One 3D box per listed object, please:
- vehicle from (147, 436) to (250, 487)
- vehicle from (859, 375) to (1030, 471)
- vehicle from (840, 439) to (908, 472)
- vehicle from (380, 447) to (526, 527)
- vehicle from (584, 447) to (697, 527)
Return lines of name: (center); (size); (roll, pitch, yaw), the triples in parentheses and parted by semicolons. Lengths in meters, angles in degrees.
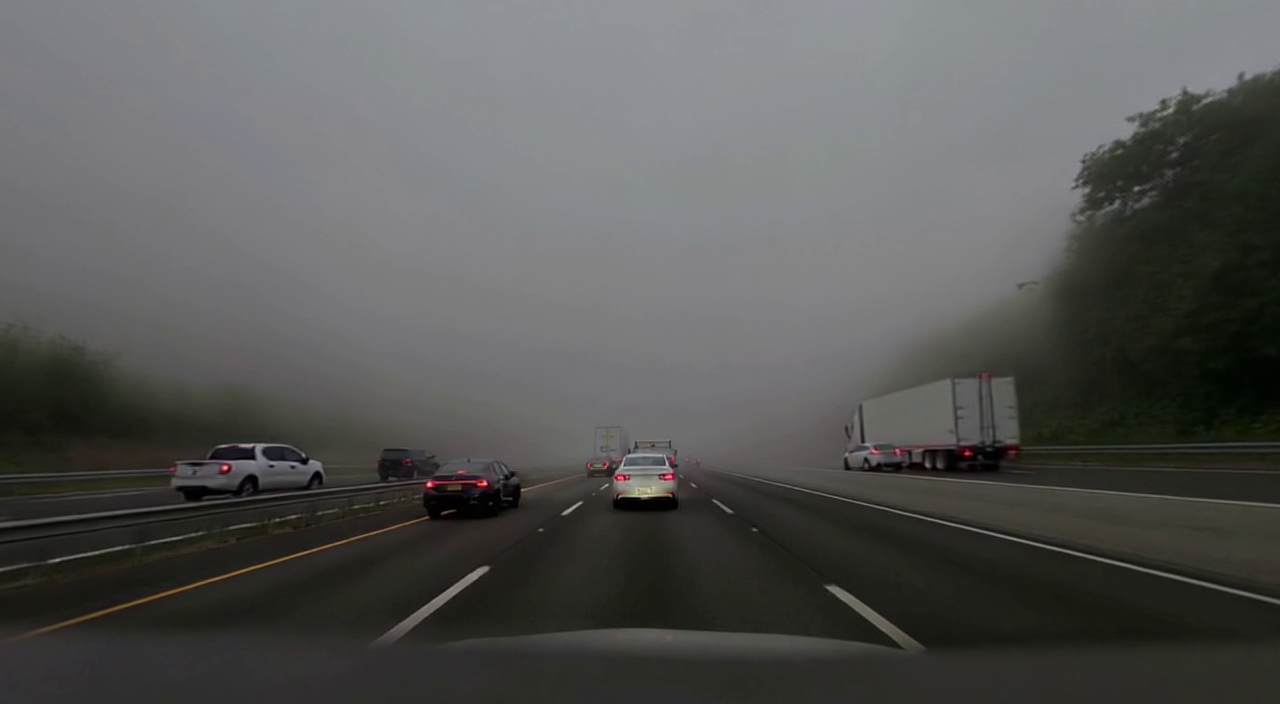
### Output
vehicle: (-31.715, 7.852, 45.600); (2.761, 3.380, 5.944); (-1, -9, 3)
vehicle: (15.192, 4.002, 33.286); (2.825, 4.085, 12.815); (0, -9, 1)
vehicle: (11.568, 5.131, 31.411); (1.892, 1.504, 4.000); (0, -9, 1)
vehicle: (-3.986, 2.940, 14.319); (1.929, 1.509, 4.331); (0, -9, 1)
vehicle: (0.026, 2.781, 13.524); (2.057, 1.449, 3.931); (0, -9, 1)
